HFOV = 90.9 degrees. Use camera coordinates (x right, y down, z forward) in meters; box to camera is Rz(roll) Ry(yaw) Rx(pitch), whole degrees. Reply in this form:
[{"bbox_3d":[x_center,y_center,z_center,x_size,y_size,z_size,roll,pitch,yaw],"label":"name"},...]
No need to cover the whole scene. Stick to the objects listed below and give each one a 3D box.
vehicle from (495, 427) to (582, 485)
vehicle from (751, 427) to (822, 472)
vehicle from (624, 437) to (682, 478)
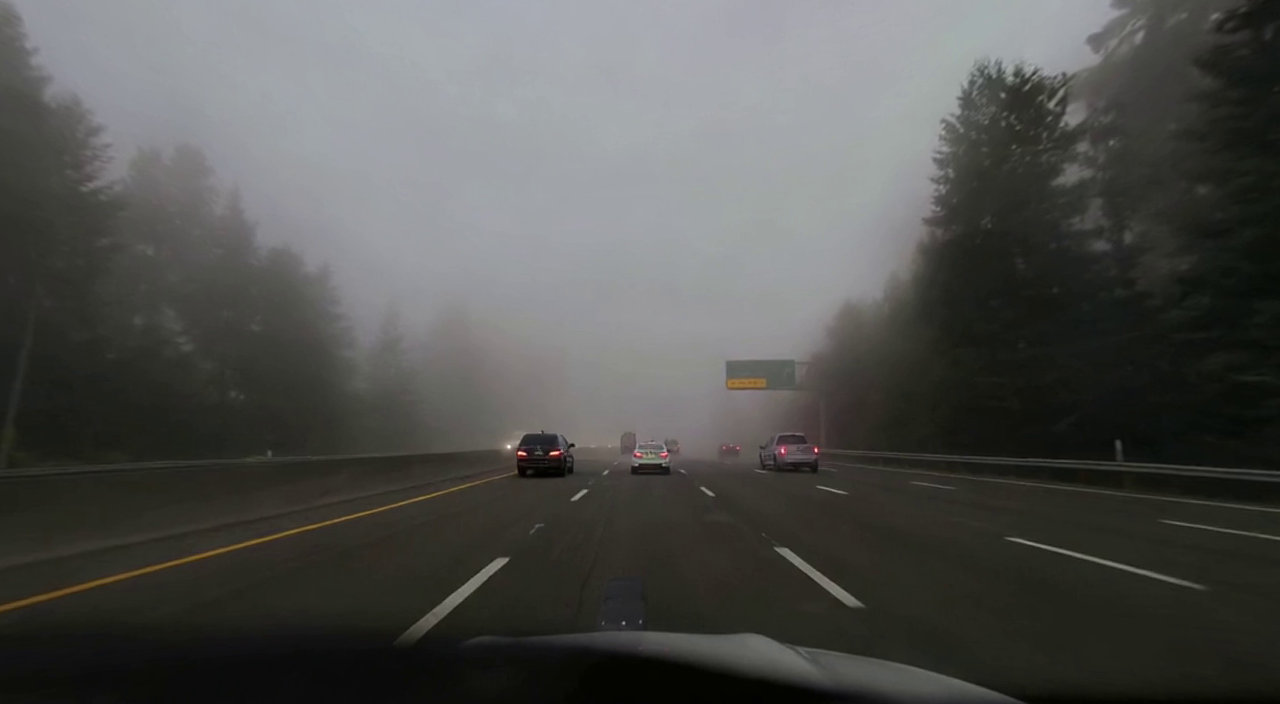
[{"bbox_3d":[-3.259,3.485,21.296,2.140,1.720,4.410,0,-9,1],"label":"vehicle"},{"bbox_3d":[6.826,4.632,30.011,2.094,1.916,5.099,0,-9,0],"label":"vehicle"},{"bbox_3d":[0.490,4.105,24.776,2.071,1.464,4.162,0,-9,0],"label":"vehicle"}]
